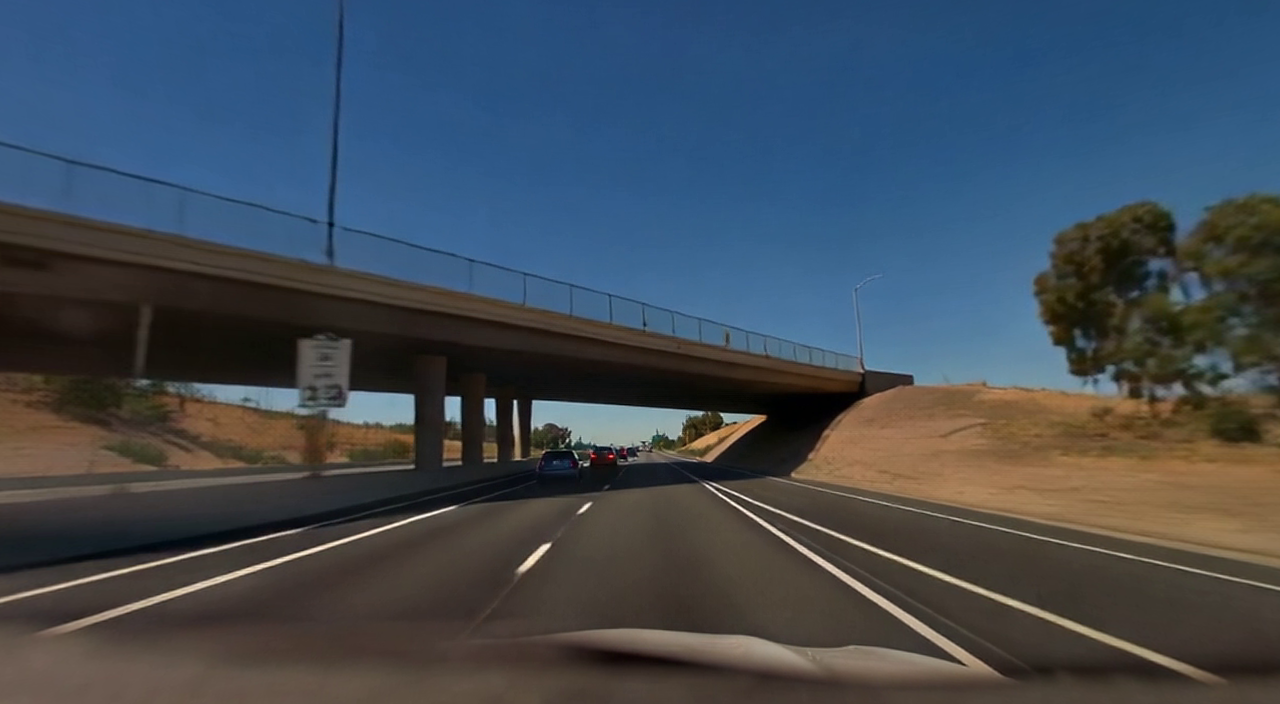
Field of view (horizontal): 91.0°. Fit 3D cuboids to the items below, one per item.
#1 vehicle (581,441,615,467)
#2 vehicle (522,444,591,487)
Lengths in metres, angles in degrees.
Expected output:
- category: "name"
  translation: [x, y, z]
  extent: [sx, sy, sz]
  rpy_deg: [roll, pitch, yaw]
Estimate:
- category: "vehicle"
  translation: [-3.076, 7.614, 47.093]
  extent: [2.177, 1.852, 4.427]
  rpy_deg: [0, -9, 1]
- category: "vehicle"
  translation: [-3.219, 4.504, 25.340]
  extent: [2.044, 1.527, 4.607]
  rpy_deg: [0, -9, 1]
